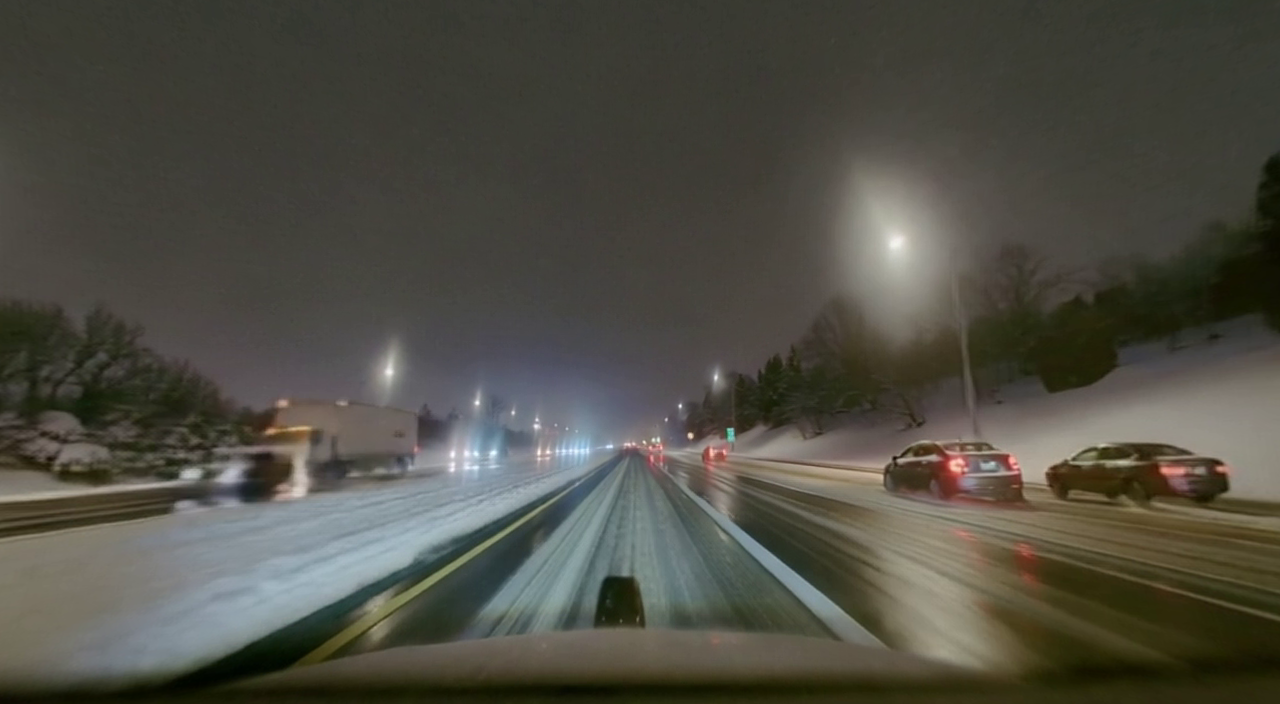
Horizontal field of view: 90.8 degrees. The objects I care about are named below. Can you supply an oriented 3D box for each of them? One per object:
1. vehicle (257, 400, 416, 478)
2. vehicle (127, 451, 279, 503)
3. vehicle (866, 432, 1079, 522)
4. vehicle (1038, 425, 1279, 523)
[{"bbox_3d":[-17.874,5.445,39.017,2.989,3.924,13.704,0,-8,0],"label":"vehicle"},{"bbox_3d":[-14.156,4.024,20.845,1.895,1.474,4.394,0,-8,0],"label":"vehicle"},{"bbox_3d":[6.705,2.548,13.503,1.901,1.548,4.684,0,-8,-1],"label":"vehicle"},{"bbox_3d":[10.895,2.463,13.372,2.068,1.680,4.361,-1,-8,1],"label":"vehicle"}]
